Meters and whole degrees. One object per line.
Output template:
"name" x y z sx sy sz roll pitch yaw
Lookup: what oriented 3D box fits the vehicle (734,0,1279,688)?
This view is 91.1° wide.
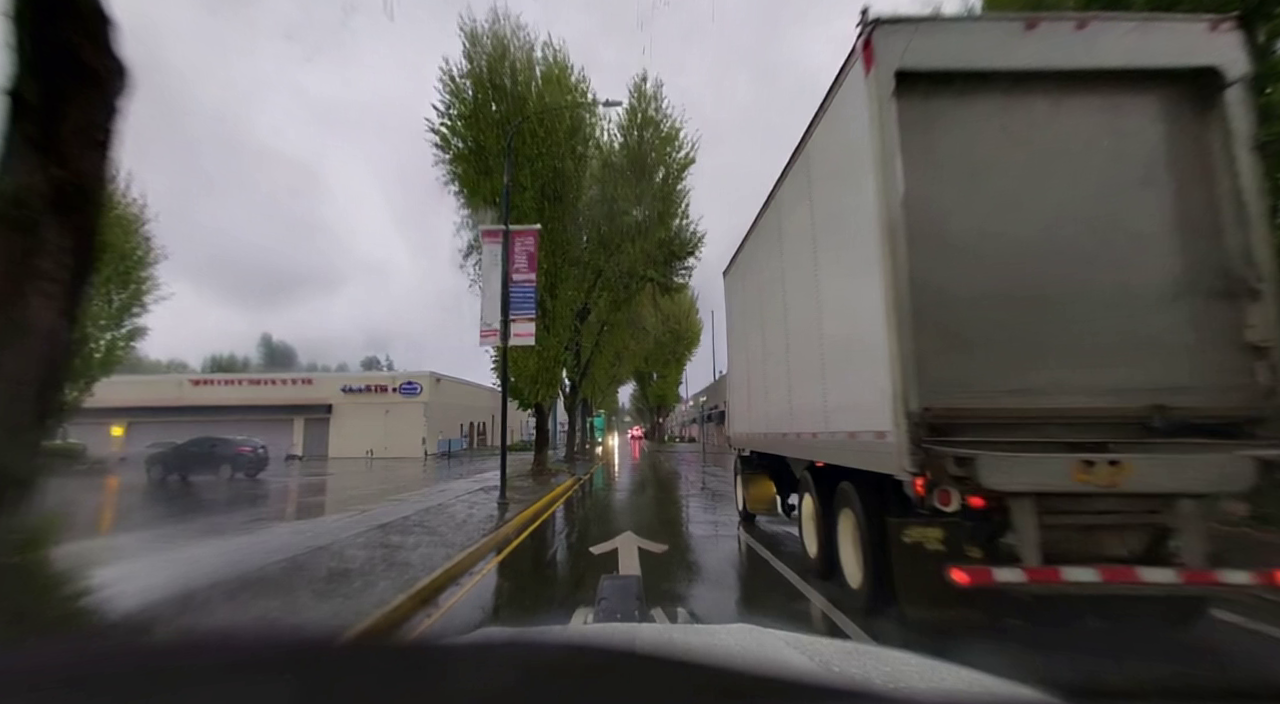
"vehicle" 2.965 0.154 6.408 3.000 3.950 5.876 0 -8 -1

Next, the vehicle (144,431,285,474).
"vehicle" -16.663 3.950 24.775 4.248 1.511 1.881 -2 -9 2
